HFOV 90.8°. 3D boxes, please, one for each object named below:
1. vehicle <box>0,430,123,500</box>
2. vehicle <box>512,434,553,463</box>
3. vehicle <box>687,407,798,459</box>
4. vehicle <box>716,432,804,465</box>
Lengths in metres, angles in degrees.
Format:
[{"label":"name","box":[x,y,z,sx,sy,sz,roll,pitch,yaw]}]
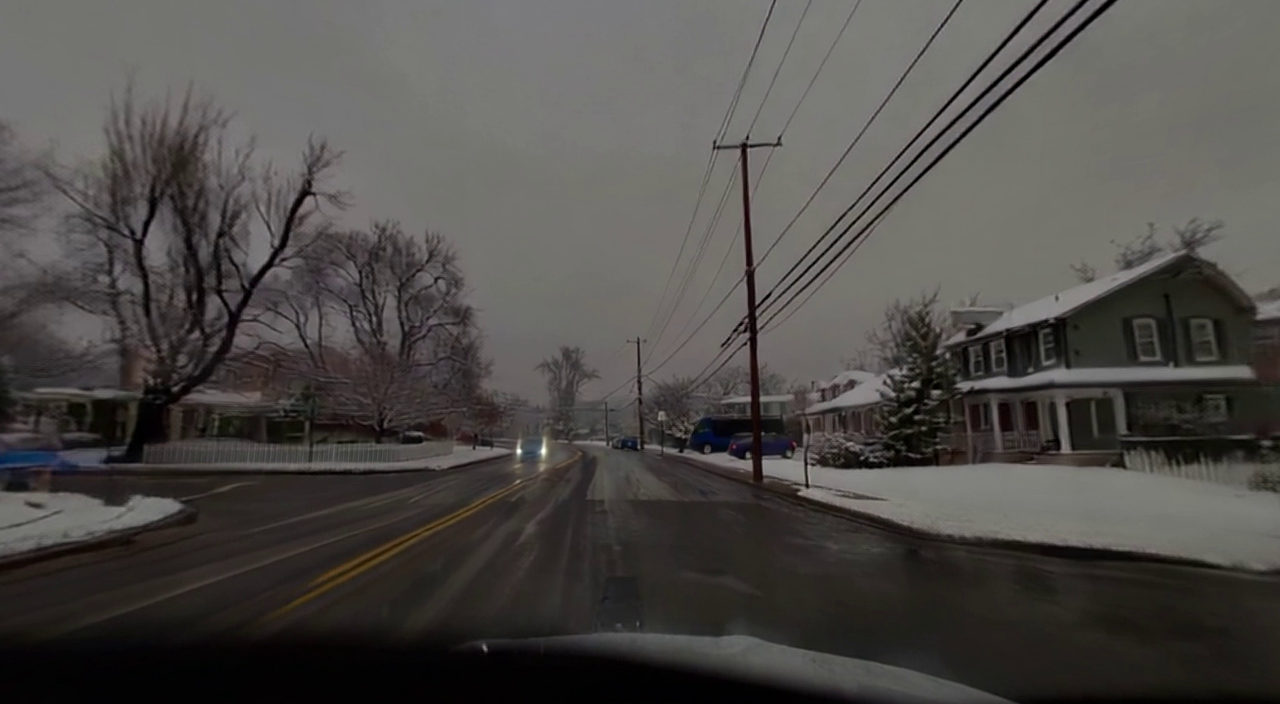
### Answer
[{"label":"vehicle","box":[-14.975,2.493,14.281,4.751,1.459,1.996,0,-7,-2]},{"label":"vehicle","box":[-5.989,5.425,35.724,1.892,1.501,4.335,1,-7,-5]},{"label":"vehicle","box":[7.142,5.724,44.527,7.115,3.010,2.378,-3,-9,-8]},{"label":"vehicle","box":[6.660,5.412,35.463,4.412,1.565,1.957,-2,-7,-2]}]
